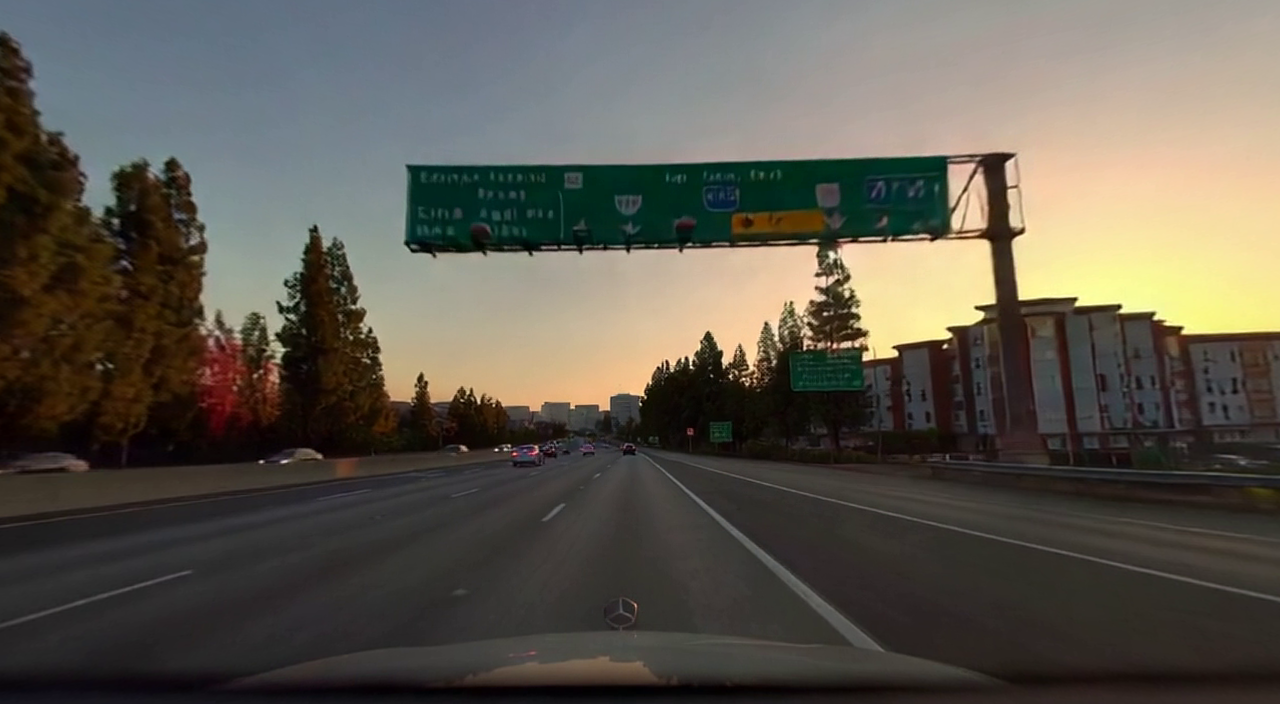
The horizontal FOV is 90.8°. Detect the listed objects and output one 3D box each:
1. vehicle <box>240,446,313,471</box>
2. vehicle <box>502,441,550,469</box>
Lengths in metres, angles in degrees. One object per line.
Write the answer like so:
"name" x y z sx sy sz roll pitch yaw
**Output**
"vehicle" -22.780 6.677 39.839 1.942 1.506 4.477 0 -9 0
"vehicle" -6.916 6.283 38.776 2.016 1.606 4.806 0 -9 0
